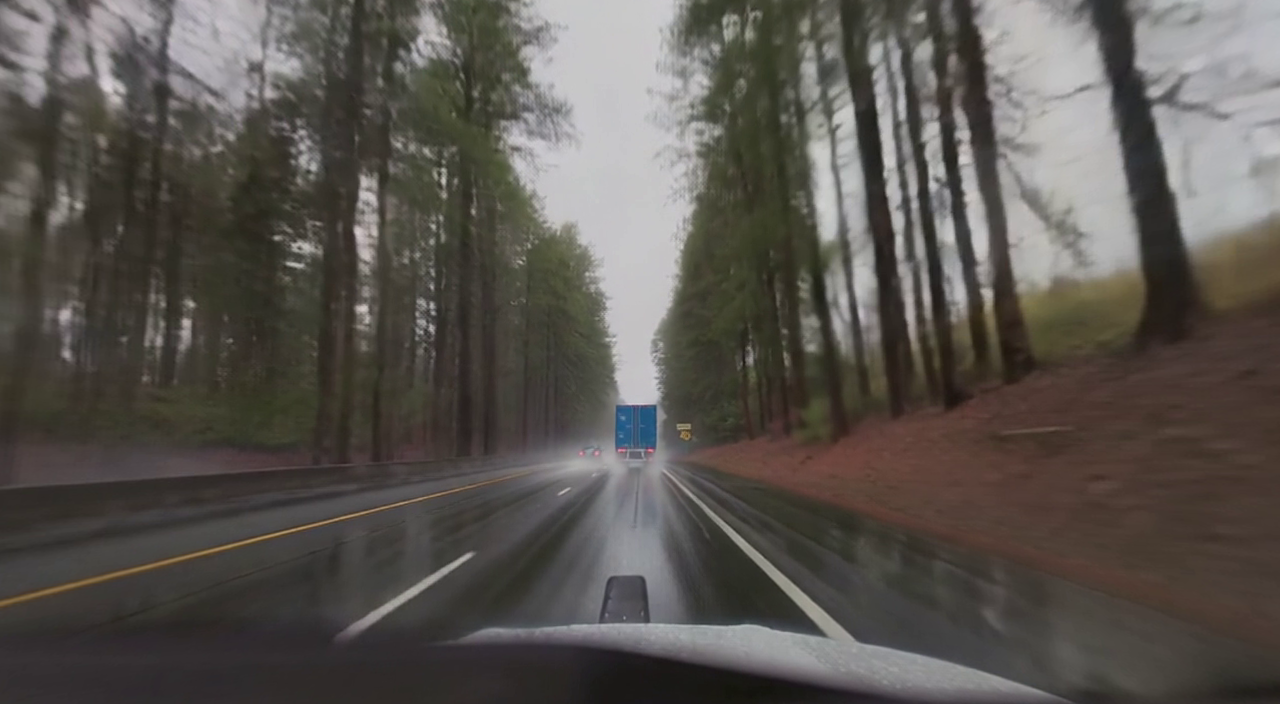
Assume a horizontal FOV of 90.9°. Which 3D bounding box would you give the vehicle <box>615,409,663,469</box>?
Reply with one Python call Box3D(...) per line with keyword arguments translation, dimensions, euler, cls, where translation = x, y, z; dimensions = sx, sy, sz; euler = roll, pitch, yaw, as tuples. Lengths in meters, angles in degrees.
Box3D(translation=(-0.092, 6.909, 49.892), dimensions=(3.320, 4.173, 11.889), euler=(0, -8, 0), cls="vehicle")
